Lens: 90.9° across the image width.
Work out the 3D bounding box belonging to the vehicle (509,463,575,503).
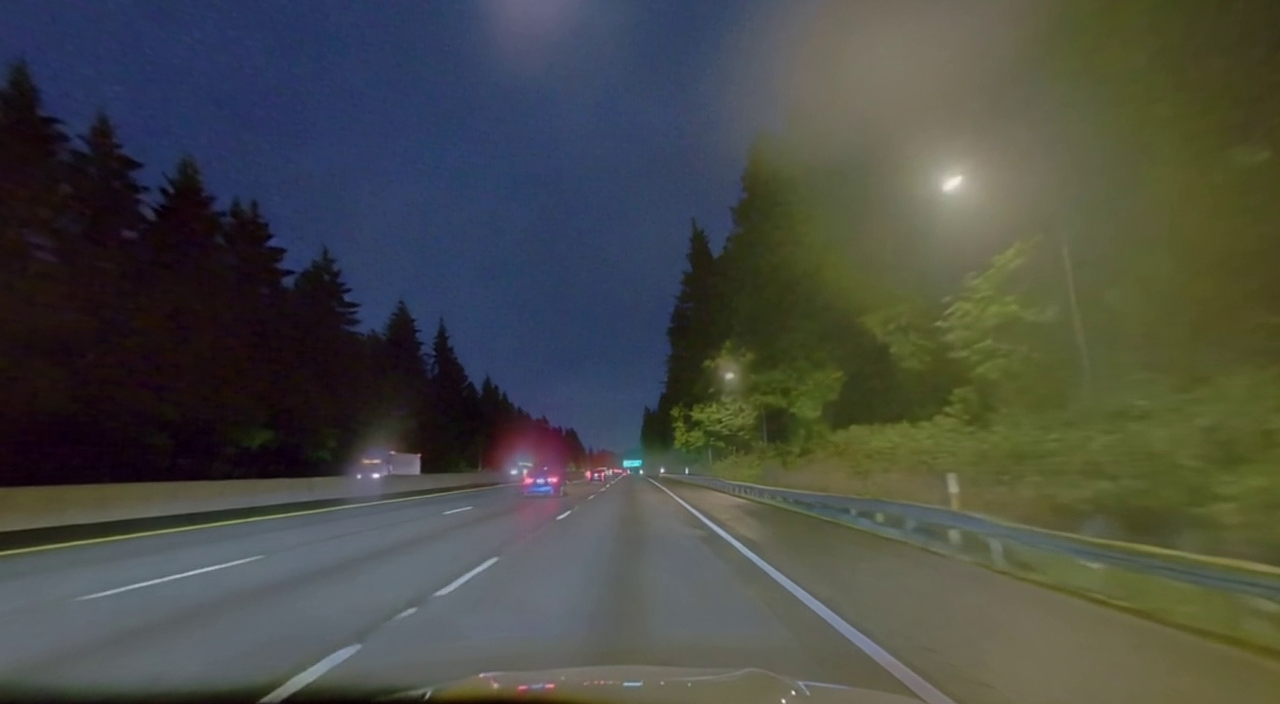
[{"bbox_3d":[-4.038,5.488,26.666,1.995,1.467,4.467,1,-10,1],"label":"vehicle"}]
